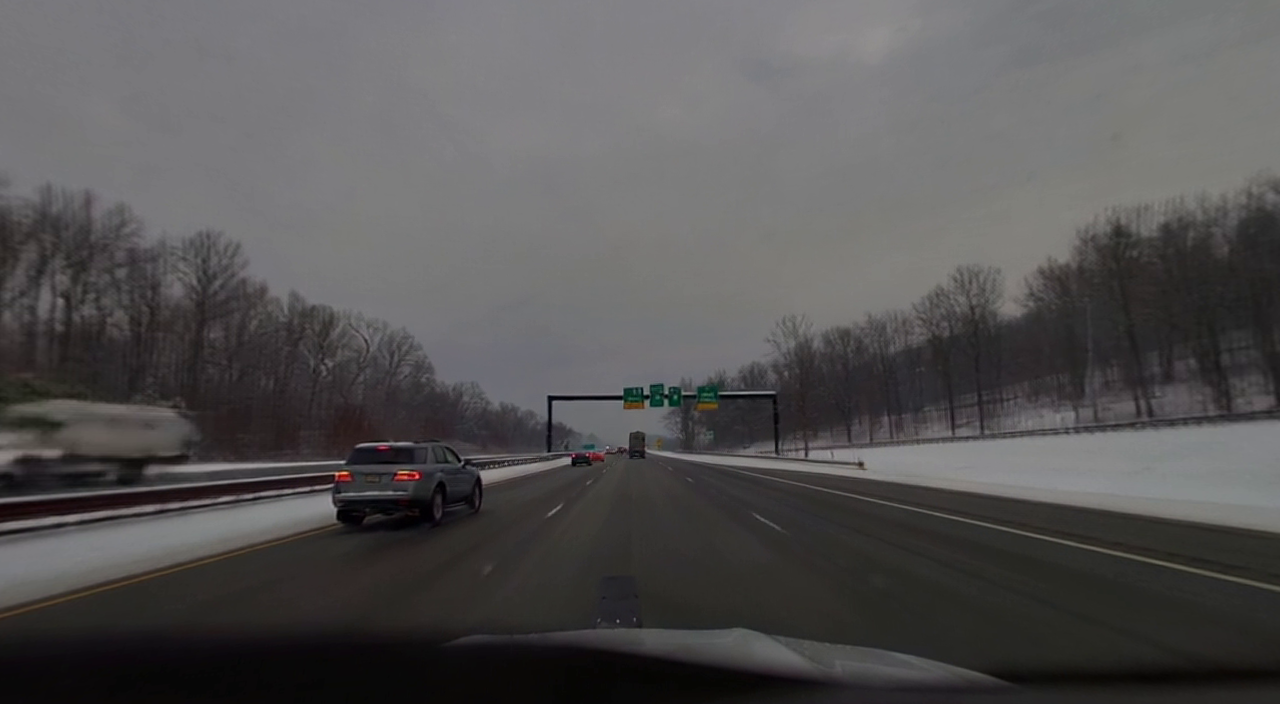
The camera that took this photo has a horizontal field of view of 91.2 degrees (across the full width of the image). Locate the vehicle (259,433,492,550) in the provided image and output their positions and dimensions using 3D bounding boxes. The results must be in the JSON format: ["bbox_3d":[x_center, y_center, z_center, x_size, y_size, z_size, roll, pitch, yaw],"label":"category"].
[{"bbox_3d":[-3.986,2.167,10.380,2.071,1.525,4.058,0,-9,0],"label":"vehicle"}]

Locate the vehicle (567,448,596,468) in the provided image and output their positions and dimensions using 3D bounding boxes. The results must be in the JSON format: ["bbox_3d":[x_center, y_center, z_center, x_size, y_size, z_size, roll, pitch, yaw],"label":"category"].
[{"bbox_3d":[-4.547,8.317,49.331,1.963,1.475,3.665,0,-9,0],"label":"vehicle"}]

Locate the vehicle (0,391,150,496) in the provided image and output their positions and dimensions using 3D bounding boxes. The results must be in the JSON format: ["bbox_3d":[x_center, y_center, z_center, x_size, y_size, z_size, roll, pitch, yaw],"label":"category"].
[{"bbox_3d":[-16.685,2.484,16.884,2.305,2.507,5.662,0,-9,0],"label":"vehicle"}]
